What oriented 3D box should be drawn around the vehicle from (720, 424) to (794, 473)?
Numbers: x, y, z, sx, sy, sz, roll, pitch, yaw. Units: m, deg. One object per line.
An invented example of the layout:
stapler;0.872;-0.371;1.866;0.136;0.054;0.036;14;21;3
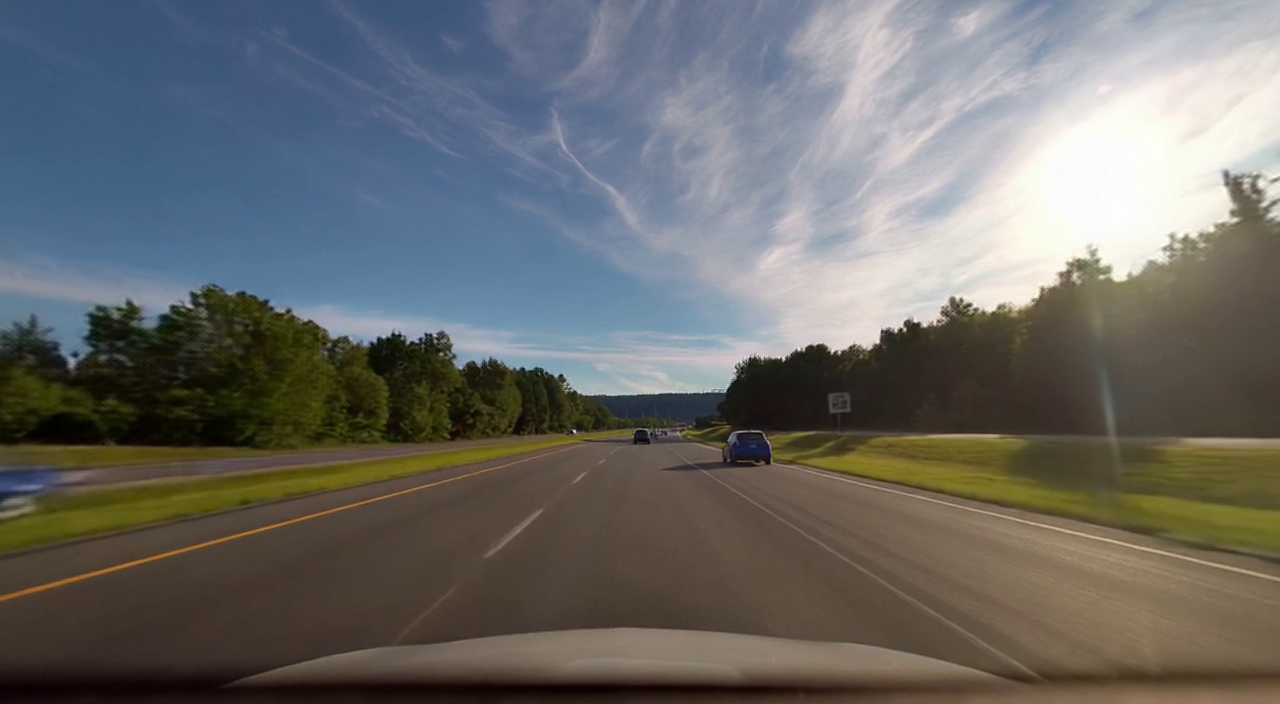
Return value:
vehicle;3.925;3.288;21.676;1.765;1.510;3.762;0;-8;-1
